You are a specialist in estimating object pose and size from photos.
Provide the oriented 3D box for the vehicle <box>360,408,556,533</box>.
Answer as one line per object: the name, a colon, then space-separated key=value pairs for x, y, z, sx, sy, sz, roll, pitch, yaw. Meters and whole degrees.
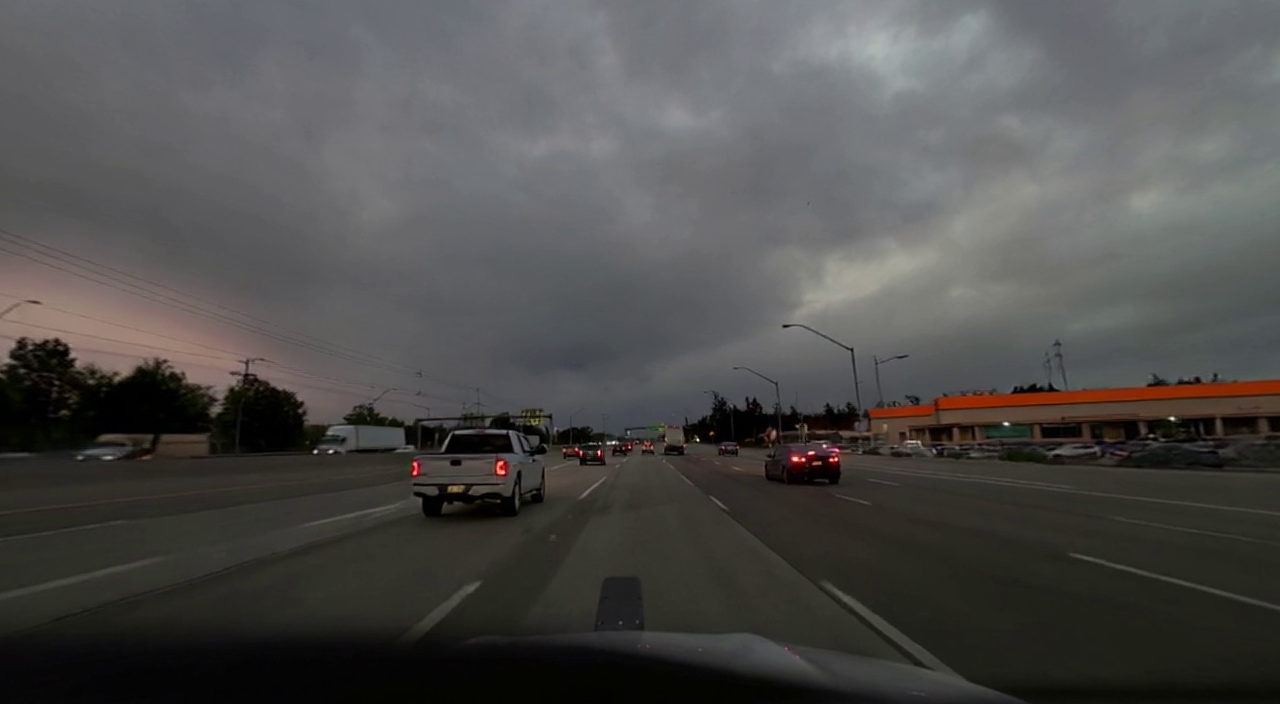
vehicle: x=-2.981 y=2.086 z=11.586 sx=2.130 sy=1.799 sz=4.583 roll=0 pitch=-9 yaw=1

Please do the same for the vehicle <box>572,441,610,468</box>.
vehicle: x=-2.892 y=6.138 z=37.772 sx=1.929 sy=1.521 sz=4.097 roll=0 pitch=-9 yaw=1

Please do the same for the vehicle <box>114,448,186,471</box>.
vehicle: x=-34.954 y=7.660 z=45.021 sx=1.774 sy=1.527 sz=3.995 roll=0 pitch=-9 yaw=3

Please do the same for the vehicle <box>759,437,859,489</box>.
vehicle: x=5.382 y=3.603 z=20.691 sx=1.980 sy=1.501 sz=4.433 roll=1 pitch=-9 yaw=-1
